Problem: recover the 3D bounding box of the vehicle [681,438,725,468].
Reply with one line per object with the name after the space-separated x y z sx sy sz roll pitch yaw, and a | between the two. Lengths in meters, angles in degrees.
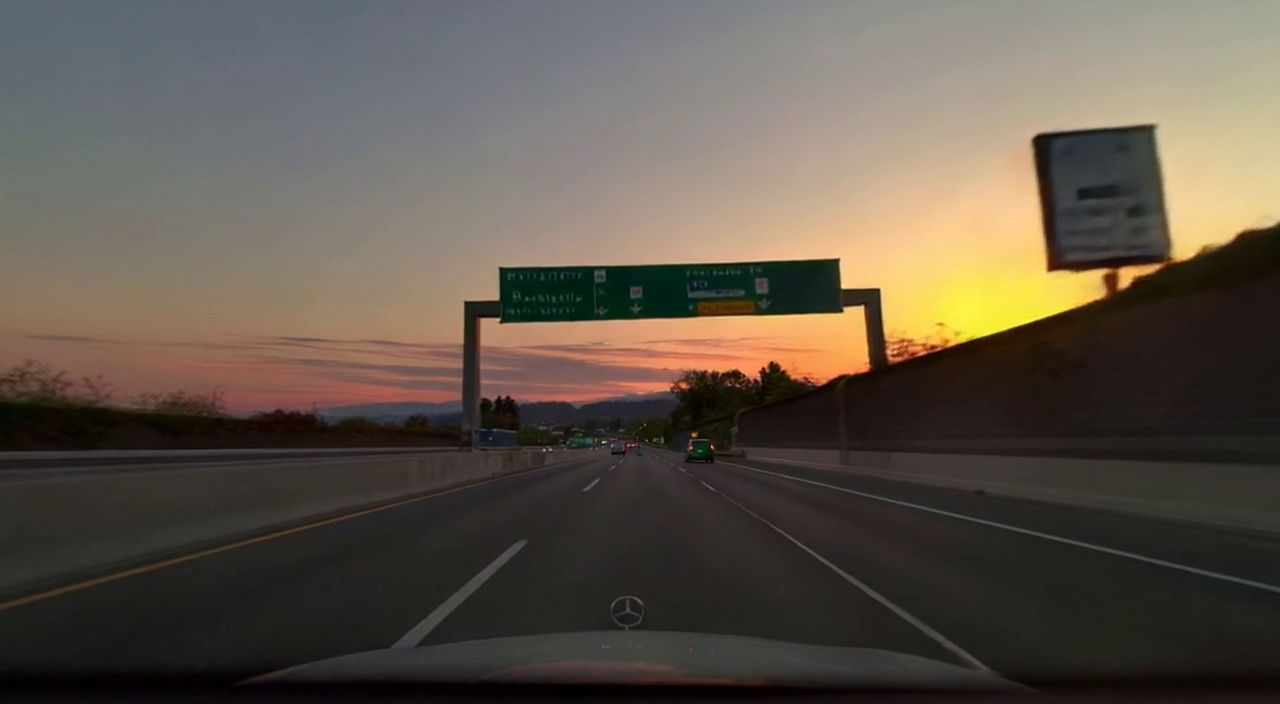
3.673 5.969 37.325 2.202 1.682 4.188 0 -8 0 | vehicle
